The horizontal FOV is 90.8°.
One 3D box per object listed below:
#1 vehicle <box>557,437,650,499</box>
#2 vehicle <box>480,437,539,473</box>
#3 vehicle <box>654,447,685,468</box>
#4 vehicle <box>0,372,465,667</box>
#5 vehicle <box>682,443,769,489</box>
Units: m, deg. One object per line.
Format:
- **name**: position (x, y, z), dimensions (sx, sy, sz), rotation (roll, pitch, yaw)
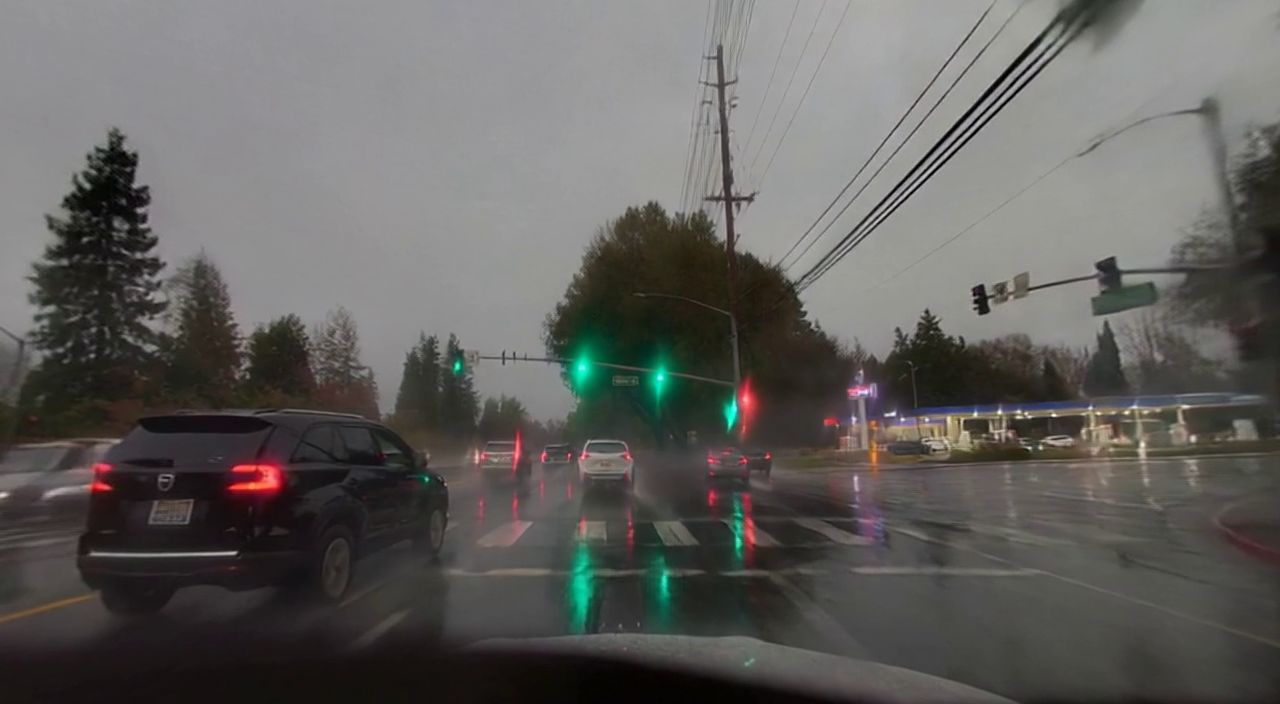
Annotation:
- **vehicle**: position (-0.918, 3.037, 16.930), dimensions (2.189, 1.437, 4.135), rotation (0, -8, -2)
- **vehicle**: position (-7.592, 6.048, 37.347), dimensions (2.385, 1.918, 5.056), rotation (0, -8, 0)
- **vehicle**: position (2.193, 7.998, 47.989), dimensions (2.069, 1.464, 4.599), rotation (0, -8, -1)
- **vehicle**: position (-3.226, 1.264, 5.858), dimensions (1.922, 1.642, 4.547), rotation (0, -8, -1)
- **vehicle**: position (2.609, 3.614, 20.468), dimensions (2.065, 1.302, 4.416), rotation (0, -8, -2)
